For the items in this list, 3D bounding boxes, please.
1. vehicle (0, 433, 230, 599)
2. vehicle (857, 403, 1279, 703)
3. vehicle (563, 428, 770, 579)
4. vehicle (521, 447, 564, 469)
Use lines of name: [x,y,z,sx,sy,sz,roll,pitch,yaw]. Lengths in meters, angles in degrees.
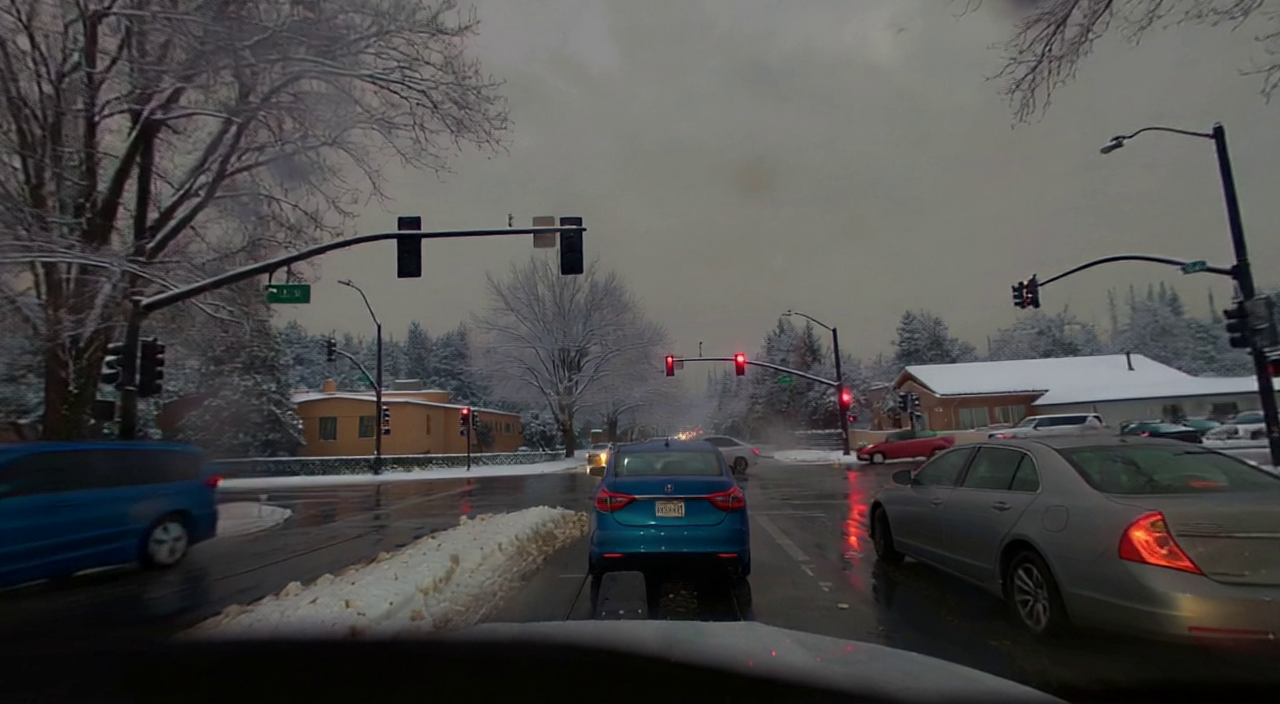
vehicle: [-7.540,1.816,7.273,1.996,1.705,4.577,-2,-9,11]
vehicle: [3.666,1.341,5.449,1.888,1.486,4.681,0,-9,-1]
vehicle: [0.301,1.818,8.333,2.090,1.505,3.756,-1,-9,1]
vehicle: [-6.915,7.584,45.306,2.093,1.476,4.278,-1,-9,4]
